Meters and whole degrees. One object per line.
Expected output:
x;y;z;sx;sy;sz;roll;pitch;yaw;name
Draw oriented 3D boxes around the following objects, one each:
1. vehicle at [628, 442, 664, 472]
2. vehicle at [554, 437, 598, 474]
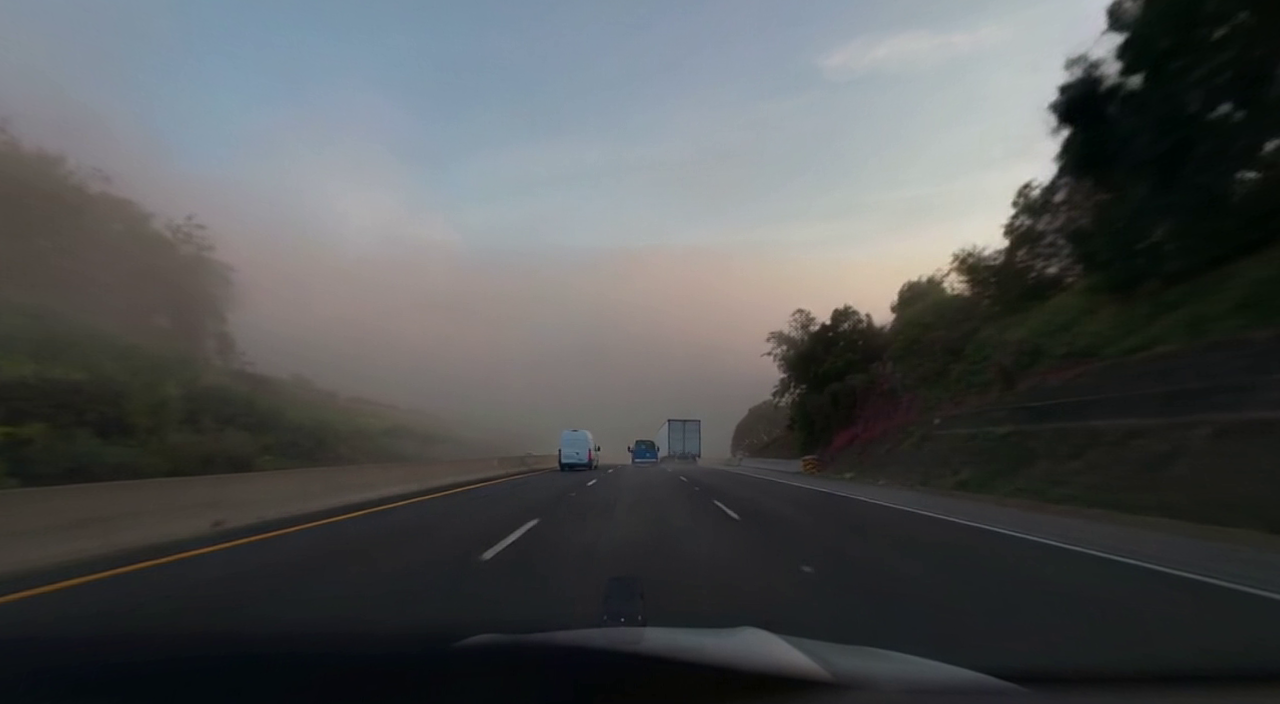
0.377;6.683;40.203;2.166;1.747;4.299;0;-9;1;vehicle
-3.681;6.036;37.032;1.955;2.004;4.792;-1;-9;1;vehicle
